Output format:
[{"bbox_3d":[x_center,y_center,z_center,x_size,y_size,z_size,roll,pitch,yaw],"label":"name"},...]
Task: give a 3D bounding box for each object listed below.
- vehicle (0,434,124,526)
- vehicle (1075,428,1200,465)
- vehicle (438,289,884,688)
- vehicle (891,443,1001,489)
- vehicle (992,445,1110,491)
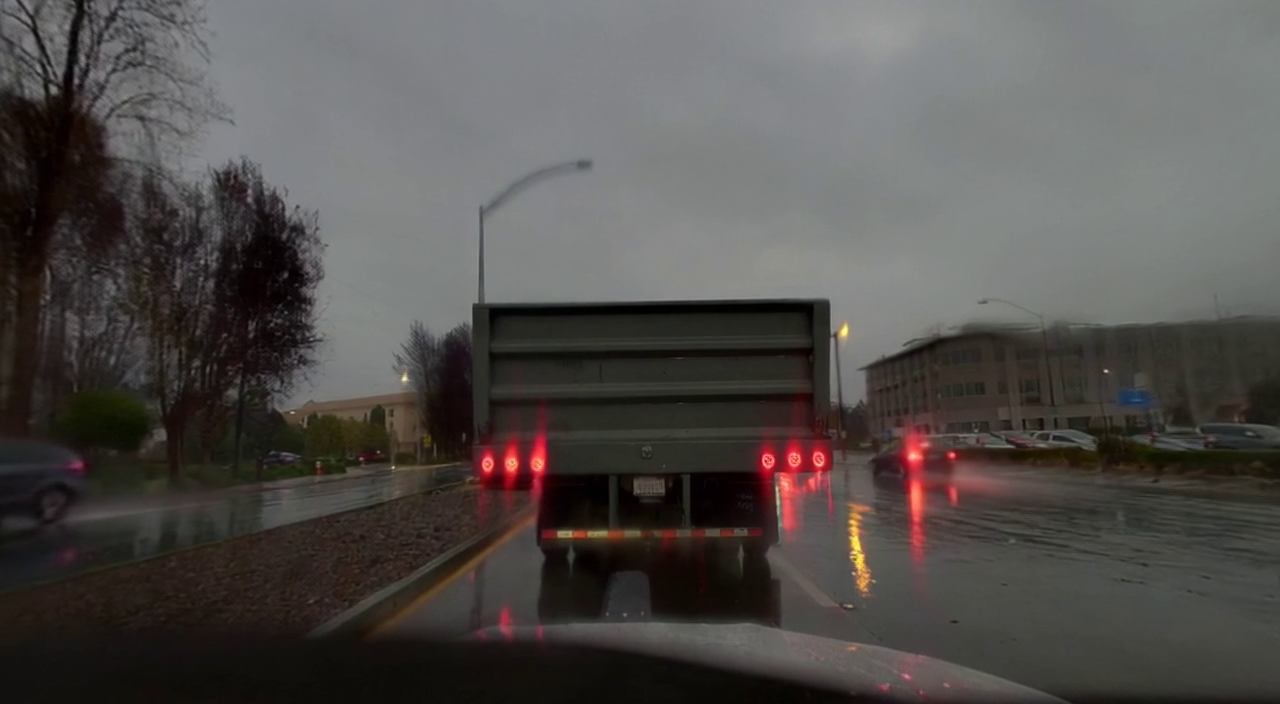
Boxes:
[{"bbox_3d":[-14.613,2.736,13.459,2.218,1.926,5.753,-1,-8,1],"label":"vehicle"},{"bbox_3d":[23.118,4.389,29.431,4.171,1.614,1.894,-1,-8,1],"label":"vehicle"},{"bbox_3d":[0.274,1.304,7.382,2.650,2.391,7.008,-1,-8,3],"label":"vehicle"},{"bbox_3d":[10.670,3.971,22.380,1.907,1.465,4.077,-1,-8,1],"label":"vehicle"},{"bbox_3d":[14.307,4.017,22.233,1.702,1.475,3.670,-1,-8,1],"label":"vehicle"}]
